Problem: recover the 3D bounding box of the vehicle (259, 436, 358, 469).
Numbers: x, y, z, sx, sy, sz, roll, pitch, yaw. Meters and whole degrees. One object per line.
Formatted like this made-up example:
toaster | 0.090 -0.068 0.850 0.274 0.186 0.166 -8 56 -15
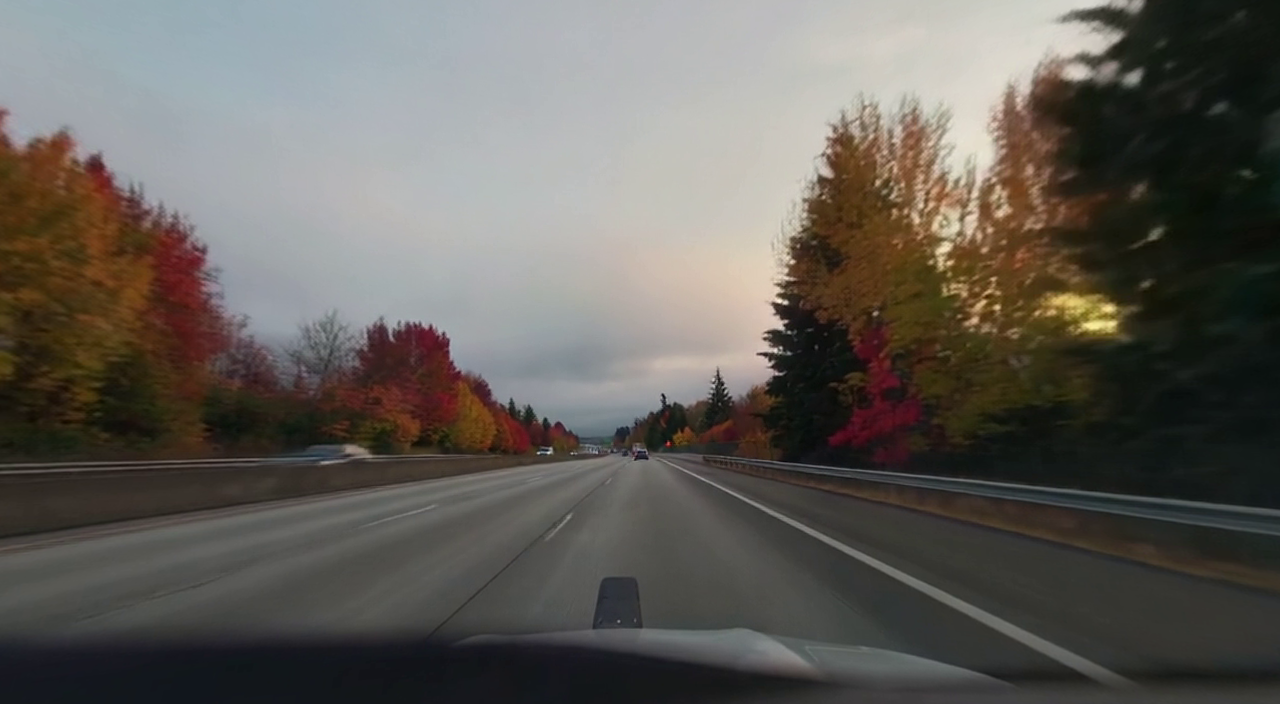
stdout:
vehicle | -15.283 4.665 29.175 2.467 1.373 3.927 0 -9 -1
